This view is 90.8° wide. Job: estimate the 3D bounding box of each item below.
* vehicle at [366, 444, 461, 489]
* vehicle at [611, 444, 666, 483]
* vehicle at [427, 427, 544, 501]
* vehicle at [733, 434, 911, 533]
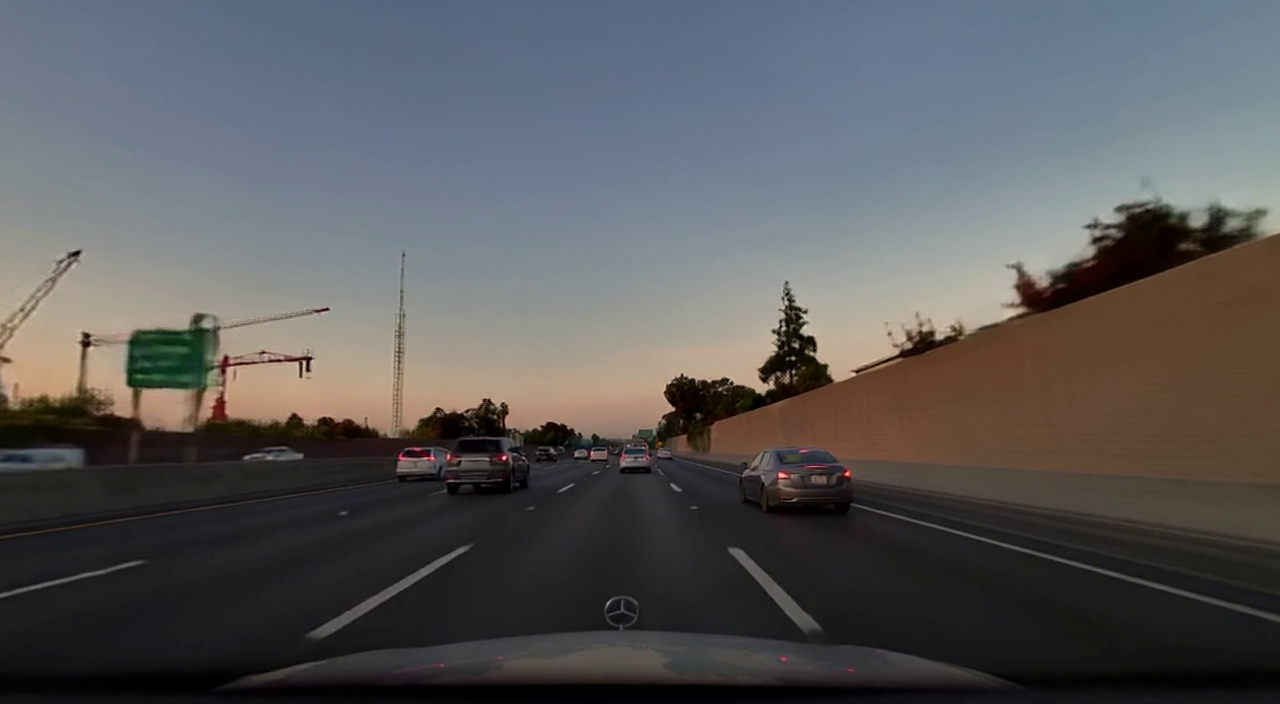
[{"bbox_3d":[-8.231,4.169,23.447,1.908,1.476,4.342,0,-8,0],"label":"vehicle"},{"bbox_3d":[-0.093,4.518,25.885,2.045,1.452,4.040,0,-8,-1],"label":"vehicle"},{"bbox_3d":[-4.058,3.020,17.456,2.121,1.775,4.335,0,-8,0],"label":"vehicle"},{"bbox_3d":[3.156,2.368,12.081,1.917,1.507,4.540,0,-8,-2],"label":"vehicle"}]
